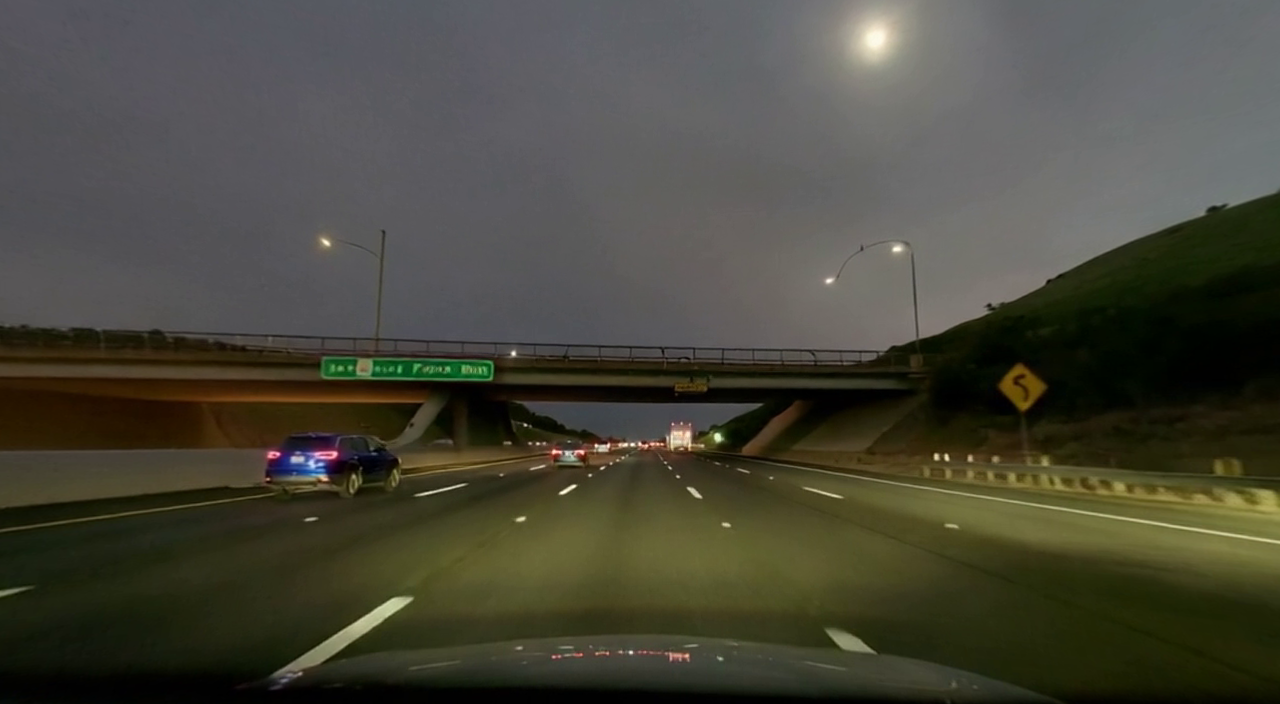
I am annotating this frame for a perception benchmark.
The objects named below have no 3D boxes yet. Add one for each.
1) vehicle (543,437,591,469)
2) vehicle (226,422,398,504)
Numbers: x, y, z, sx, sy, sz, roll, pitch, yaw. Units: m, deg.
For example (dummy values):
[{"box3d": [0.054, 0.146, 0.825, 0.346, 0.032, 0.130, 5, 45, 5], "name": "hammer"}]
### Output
[{"box3d": [-3.668, 5.182, 32.468, 1.925, 1.509, 4.363, 0, -9, 1], "name": "vehicle"}, {"box3d": [-7.646, 2.619, 15.282, 1.860, 1.694, 4.173, 0, -9, 0], "name": "vehicle"}]
